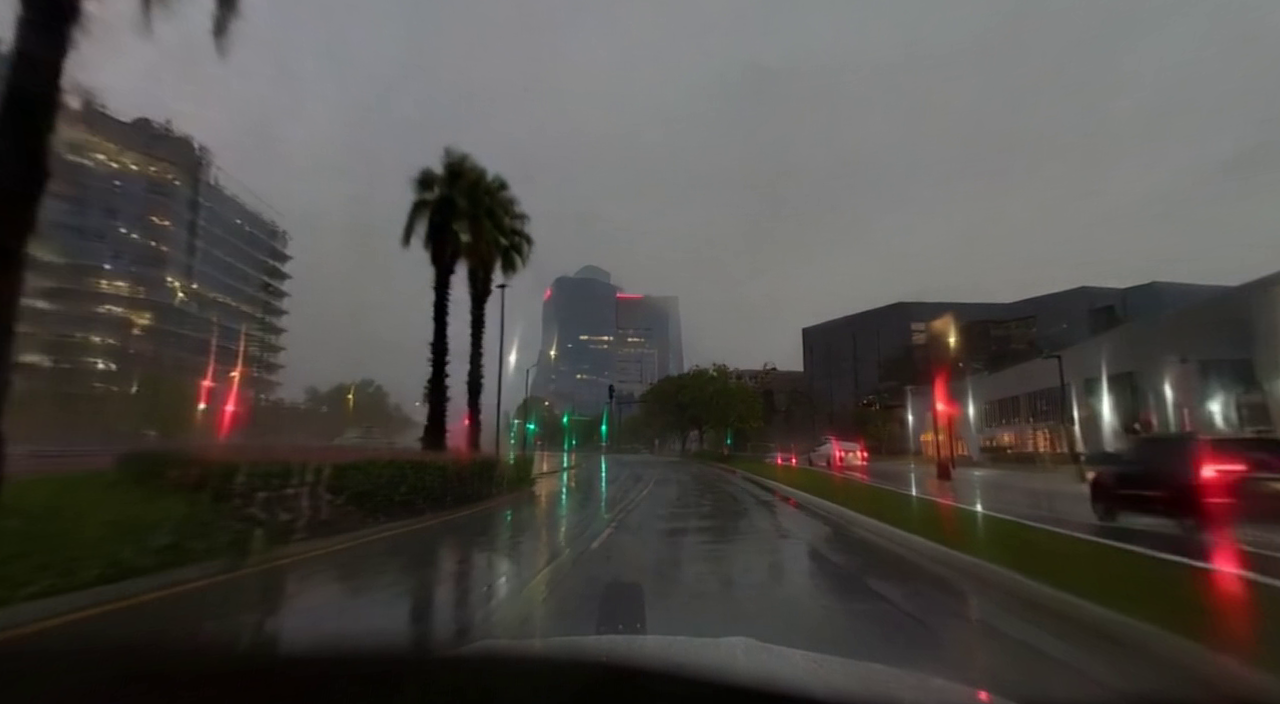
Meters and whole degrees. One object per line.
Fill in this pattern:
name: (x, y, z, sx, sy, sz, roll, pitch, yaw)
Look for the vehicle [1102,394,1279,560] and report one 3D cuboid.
vehicle: (9.017, 1.775, 9.240, 1.813, 2.150, 3.038, 4, -7, -18)
